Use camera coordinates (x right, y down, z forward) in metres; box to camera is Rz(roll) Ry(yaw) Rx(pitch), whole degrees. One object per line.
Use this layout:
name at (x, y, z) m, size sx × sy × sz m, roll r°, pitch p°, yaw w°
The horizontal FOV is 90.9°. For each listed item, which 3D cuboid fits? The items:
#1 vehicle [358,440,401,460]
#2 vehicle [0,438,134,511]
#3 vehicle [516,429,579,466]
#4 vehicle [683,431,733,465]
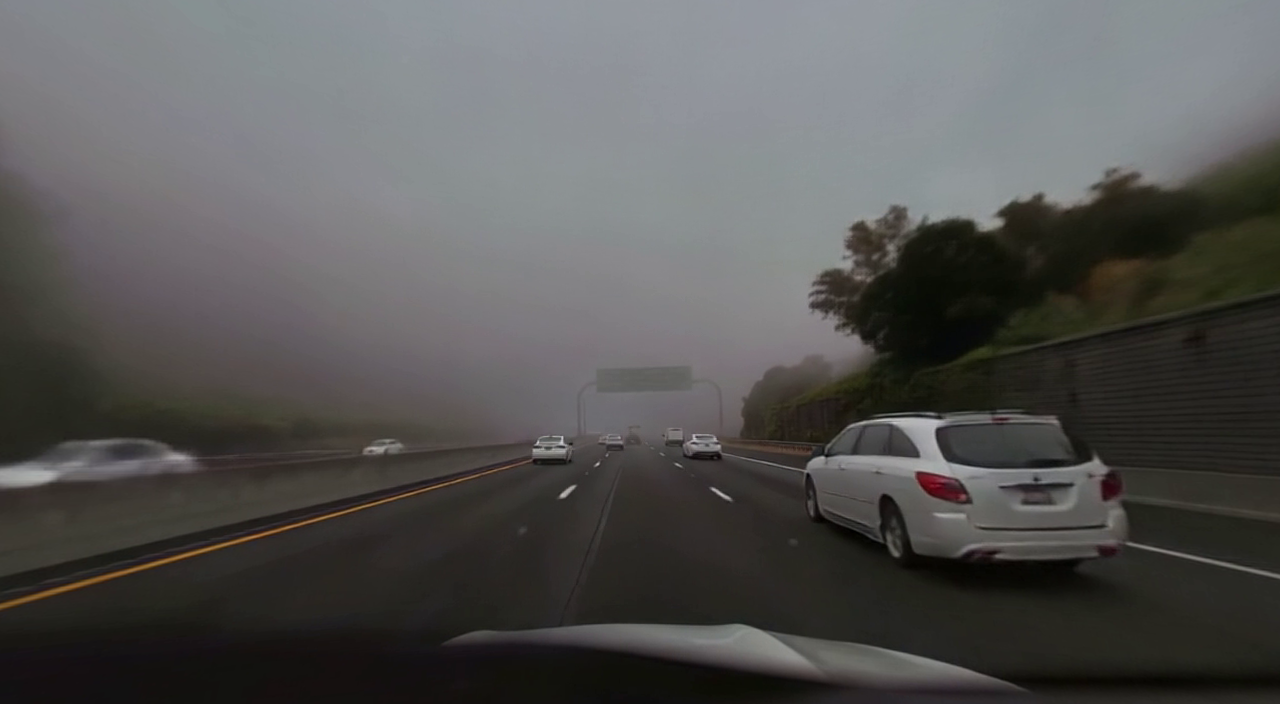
vehicle at (-20.033, 7.522, 48.568) m, size 1.754 × 1.429 × 3.677 m, roll 0°, pitch -8°, yaw -1°
vehicle at (-13.947, 2.650, 13.992) m, size 2.025 × 1.457 × 4.147 m, roll 0°, pitch -8°, yaw -2°
vehicle at (-4.031, 4.216, 28.065) m, size 2.204 × 1.486 × 4.121 m, roll 0°, pitch -8°, yaw 0°
vehicle at (3.072, 4.406, 29.221) m, size 1.806 × 1.469 × 3.681 m, roll 0°, pitch -8°, yaw -1°
